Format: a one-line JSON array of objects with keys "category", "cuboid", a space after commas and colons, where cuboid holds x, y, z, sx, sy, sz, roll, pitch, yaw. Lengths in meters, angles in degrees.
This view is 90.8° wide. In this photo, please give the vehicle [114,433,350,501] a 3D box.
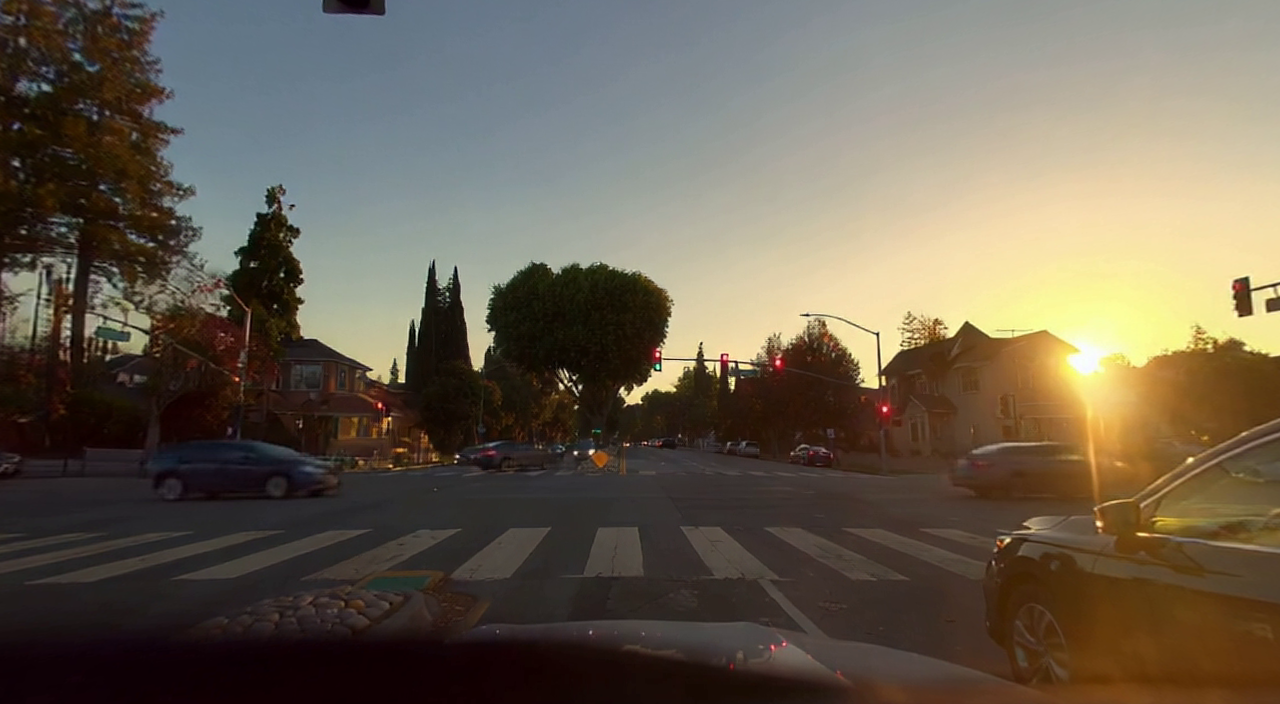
[{"category": "vehicle", "cuboid": [-10.293, 2.925, 16.237, 4.680, 1.620, 1.943, 0, -9, 0]}]

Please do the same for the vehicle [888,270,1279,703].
[{"category": "vehicle", "cuboid": [2.705, 0.713, 1.732, 2.085, 1.800, 4.908, 0, -9, 1]}]

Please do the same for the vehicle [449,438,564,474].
[{"category": "vehicle", "cuboid": [-6.014, 4.673, 28.592, 4.689, 1.490, 1.920, 5, -10, -31]}]

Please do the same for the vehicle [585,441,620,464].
[{"category": "vehicle", "cuboid": [-2.440, 6.705, 42.287, 2.046, 1.491, 4.118, 0, -9, 1]}]
